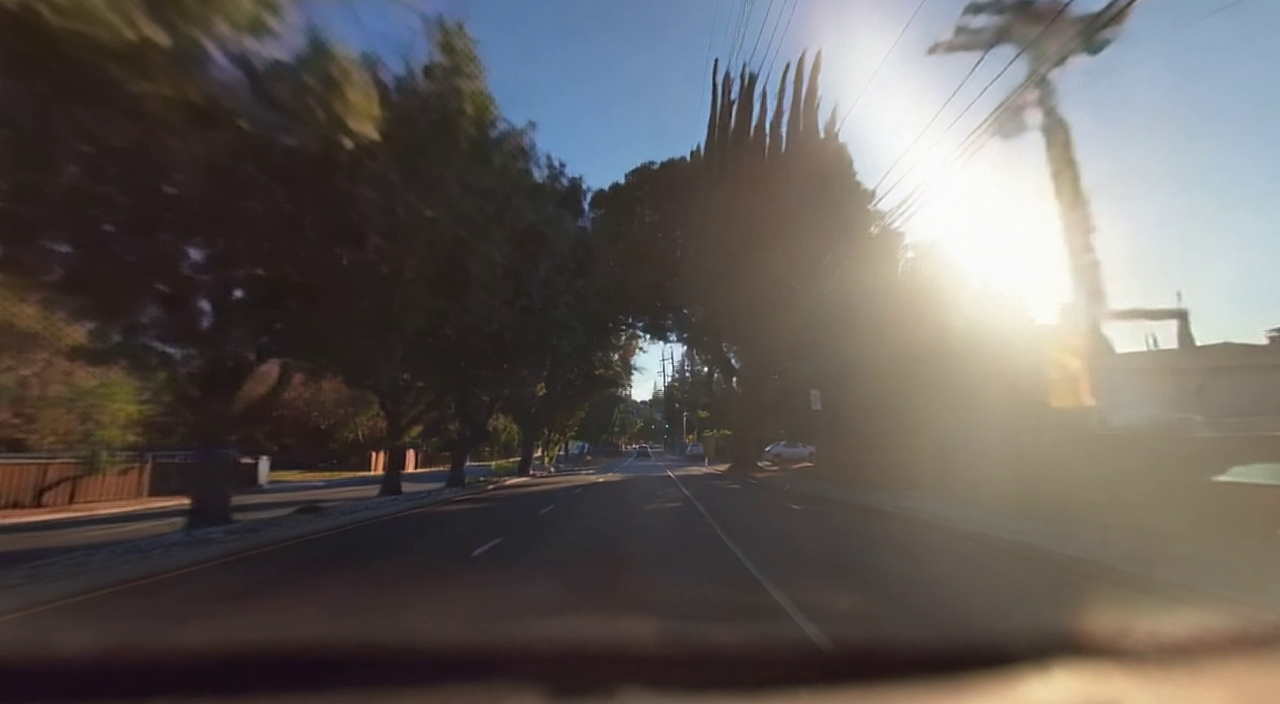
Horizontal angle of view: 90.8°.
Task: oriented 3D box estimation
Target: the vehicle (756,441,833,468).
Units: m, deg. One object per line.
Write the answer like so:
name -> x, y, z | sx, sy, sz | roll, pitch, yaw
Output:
vehicle -> 9.843, 6.553, 40.423 | 4.387, 1.680, 1.958 | 1, -9, -3

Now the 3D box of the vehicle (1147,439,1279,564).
vehicle -> 9.316, 1.856, 8.113 | 4.159, 1.408, 1.822 | 1, -9, -5
